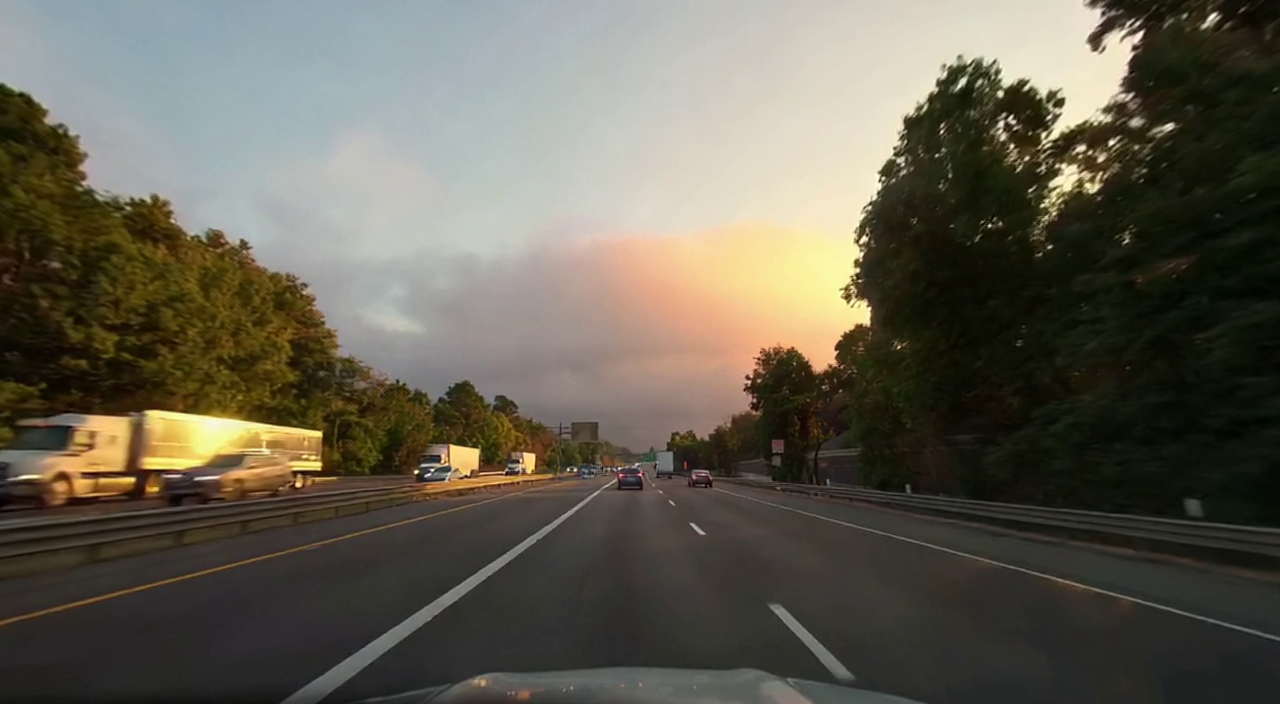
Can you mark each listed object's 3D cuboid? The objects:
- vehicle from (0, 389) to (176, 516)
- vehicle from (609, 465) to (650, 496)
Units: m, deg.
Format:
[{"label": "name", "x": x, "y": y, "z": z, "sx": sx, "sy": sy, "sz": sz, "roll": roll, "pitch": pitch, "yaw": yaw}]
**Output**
[{"label": "vehicle", "x": -20.041, "y": 3.542, "z": 22.014, "sx": 3.080, "sy": 3.824, "sz": 5.623, "roll": 1, "pitch": -10, "yaw": -1}, {"label": "vehicle", "x": -0.544, "y": 6.702, "z": 33.046, "sx": 2.010, "sy": 1.436, "sz": 3.973, "roll": 1, "pitch": -10, "yaw": -1}]
